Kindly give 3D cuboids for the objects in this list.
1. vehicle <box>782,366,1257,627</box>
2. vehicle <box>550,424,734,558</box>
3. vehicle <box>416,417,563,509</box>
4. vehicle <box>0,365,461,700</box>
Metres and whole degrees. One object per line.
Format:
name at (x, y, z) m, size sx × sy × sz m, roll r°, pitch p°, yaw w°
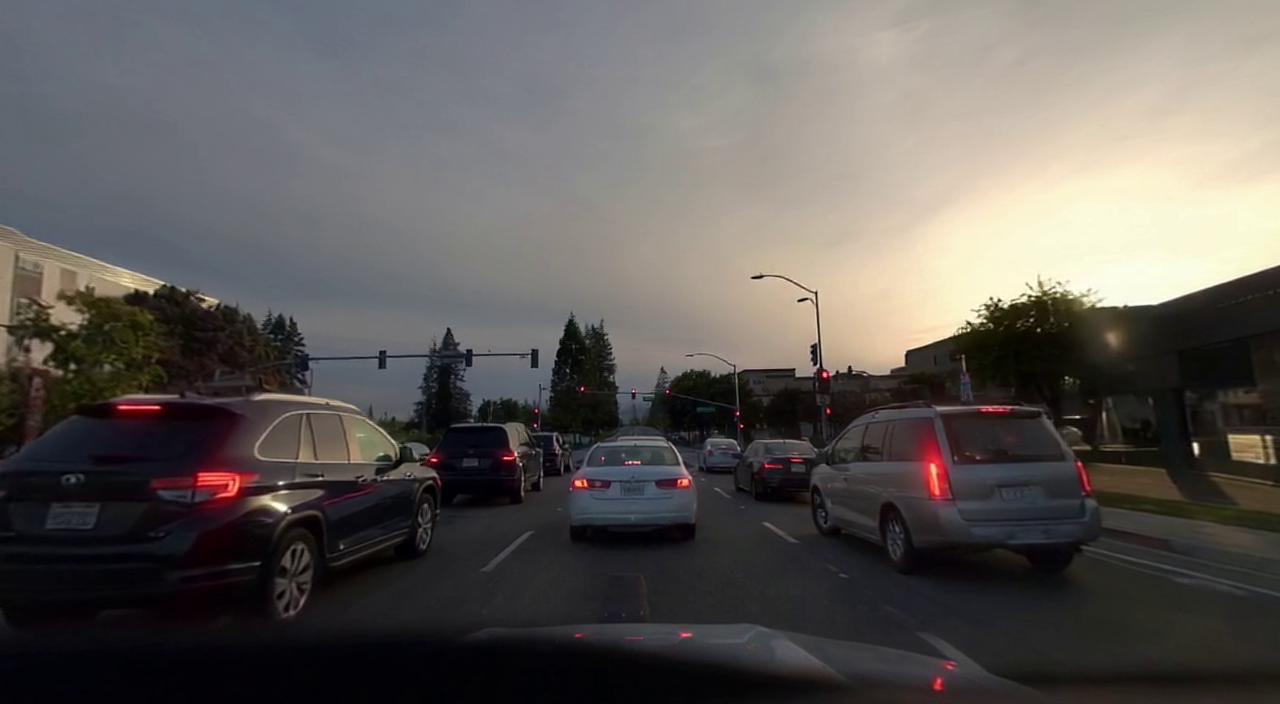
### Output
vehicle at (3.235, 1.362, 6.874) m, size 2.141 × 1.833 × 4.704 m, roll 0°, pitch -8°, yaw -2°
vehicle at (0.009, 1.823, 8.906) m, size 2.021 × 1.461 × 3.862 m, roll 0°, pitch -8°, yaw -1°
vehicle at (-3.213, 2.508, 14.601) m, size 2.117 × 1.772 × 4.619 m, roll 0°, pitch -8°, yaw 2°
vehicle at (-3.152, 1.223, 5.409) m, size 1.912 × 1.703 × 4.261 m, roll 0°, pitch -8°, yaw 1°
